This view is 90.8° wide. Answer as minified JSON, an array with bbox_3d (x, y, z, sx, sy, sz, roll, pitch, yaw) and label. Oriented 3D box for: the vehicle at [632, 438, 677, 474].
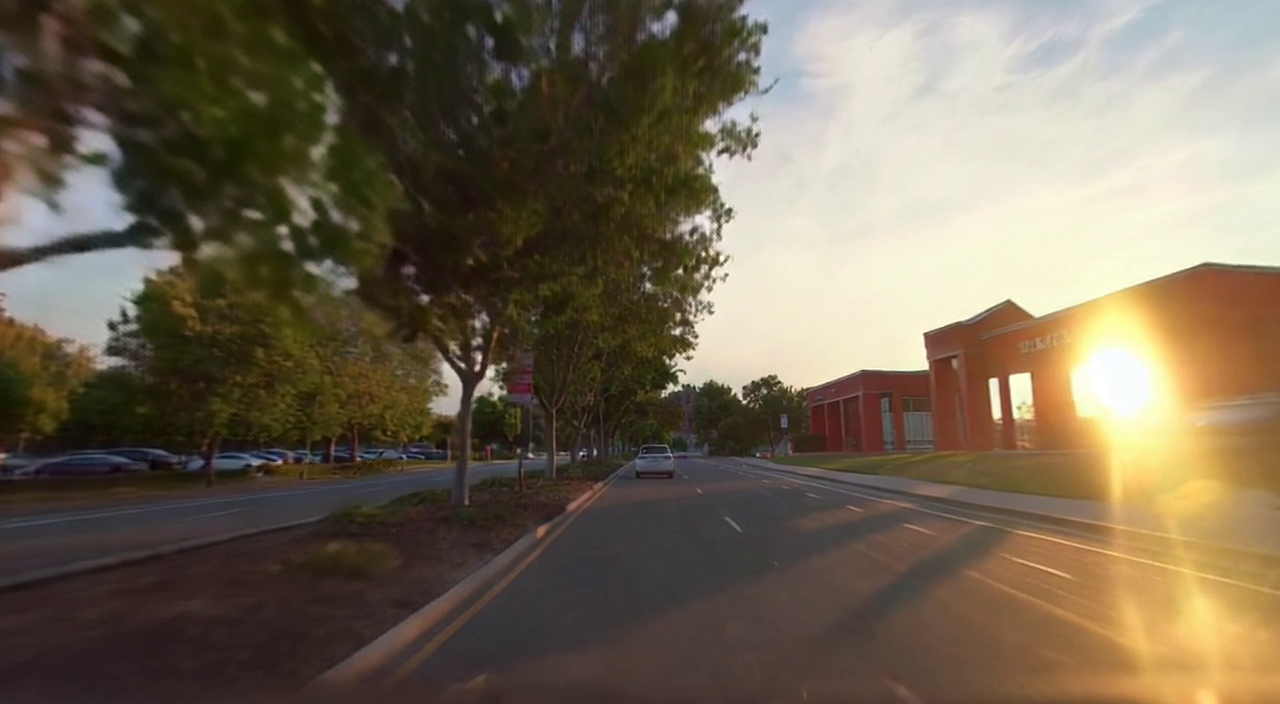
[{"bbox_3d":[0.751,5.293,32.481,2.123,1.703,4.292,0,-8,1],"label":"vehicle"}]
